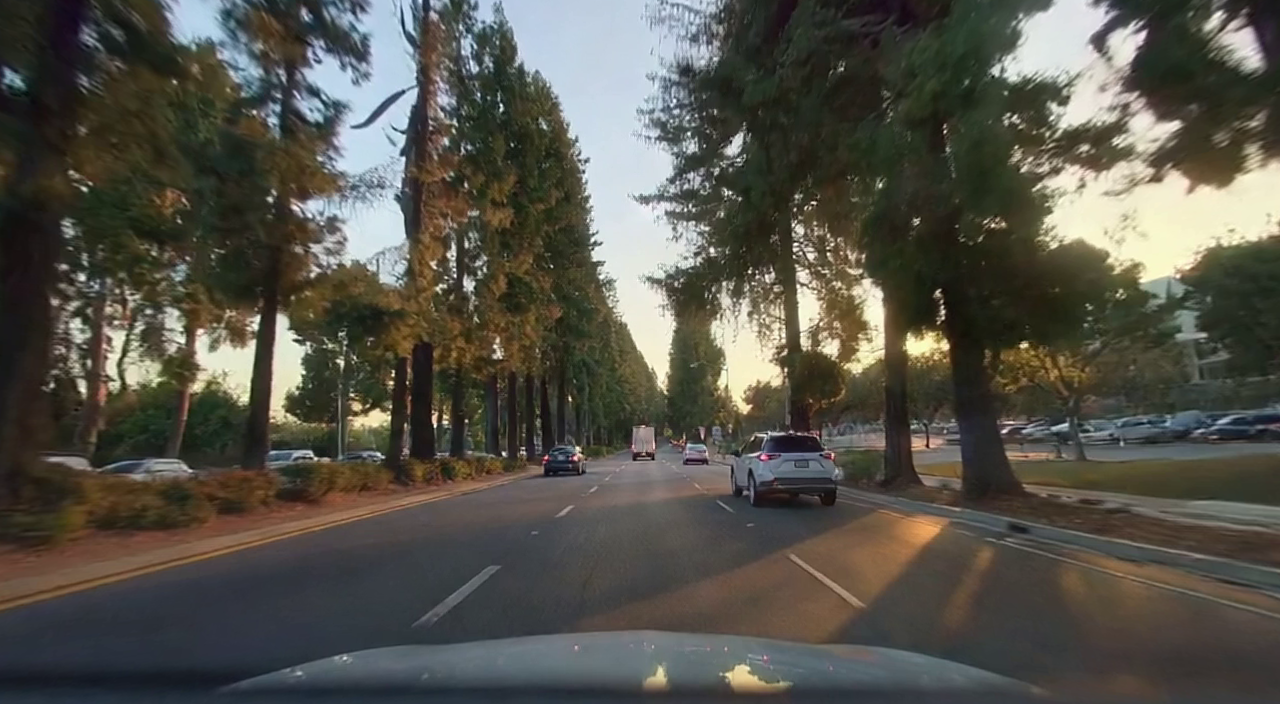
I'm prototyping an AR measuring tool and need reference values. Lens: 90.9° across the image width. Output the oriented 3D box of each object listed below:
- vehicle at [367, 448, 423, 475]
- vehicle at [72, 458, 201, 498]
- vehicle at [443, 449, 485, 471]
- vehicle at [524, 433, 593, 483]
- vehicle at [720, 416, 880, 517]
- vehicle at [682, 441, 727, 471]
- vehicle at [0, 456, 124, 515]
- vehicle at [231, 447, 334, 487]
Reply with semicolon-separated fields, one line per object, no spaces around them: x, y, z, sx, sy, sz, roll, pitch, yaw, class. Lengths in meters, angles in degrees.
-17.432;7.805;45.152;2.059;1.780;4.641;0;-8;1;vehicle
-21.282;5.321;26.924;1.864;1.448;4.375;0;-8;0;vehicle
-13.472;8.291;48.573;1.887;1.513;4.442;0;-9;1;vehicle
-3.315;4.456;26.789;2.255;1.940;4.822;0;-8;0;vehicle
3.598;2.738;15.708;2.381;2.008;5.971;0;-8;0;vehicle
3.943;6.472;39.371;2.280;1.757;4.572;0;-8;-1;vehicle
-17.731;3.714;17.811;1.969;1.476;5.021;0;-9;1;vehicle
-17.449;5.599;31.104;2.124;1.803;4.878;0;-9;1;vehicle
